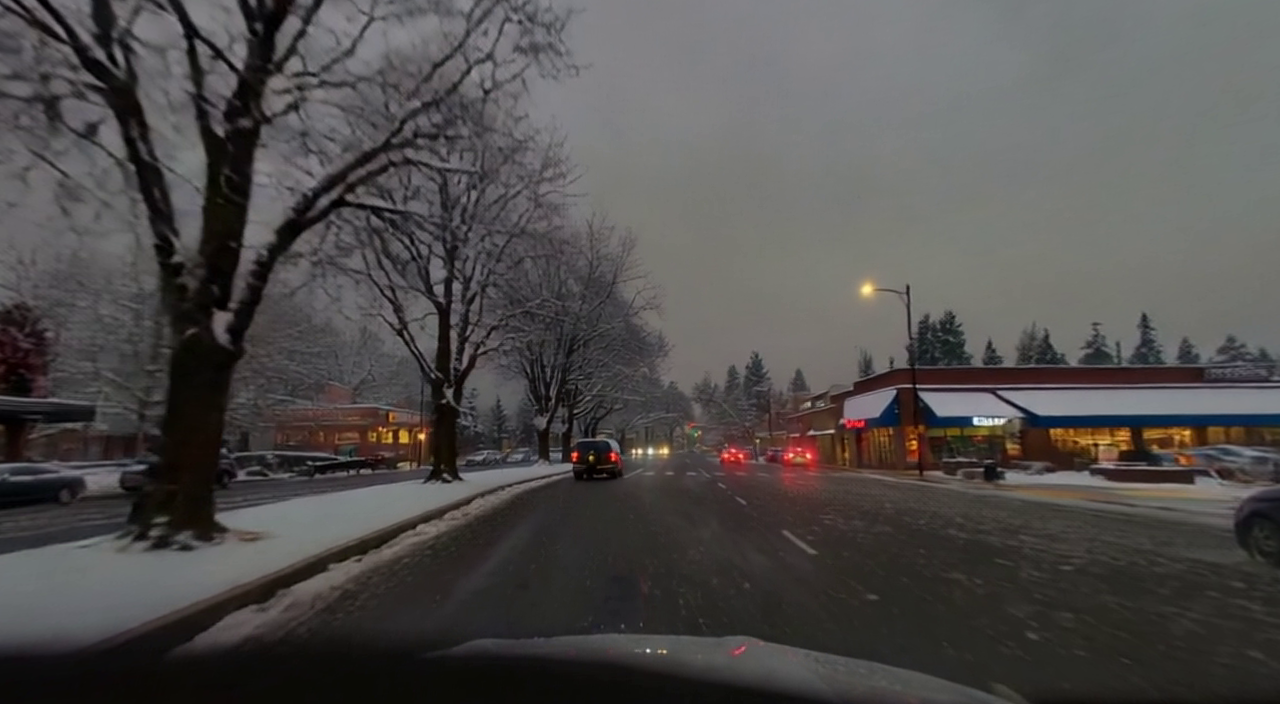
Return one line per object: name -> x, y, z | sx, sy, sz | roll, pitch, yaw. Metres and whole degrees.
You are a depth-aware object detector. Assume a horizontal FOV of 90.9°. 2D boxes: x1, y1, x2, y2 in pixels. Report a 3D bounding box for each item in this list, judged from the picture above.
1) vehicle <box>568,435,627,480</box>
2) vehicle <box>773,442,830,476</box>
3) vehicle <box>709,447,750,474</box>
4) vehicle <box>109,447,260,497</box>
vehicle -> -1.856, 4.823, 29.156 | 2.344, 1.863, 4.665 | 0, -8, 0
vehicle -> 8.810, 5.877, 34.856 | 2.040, 1.738, 4.414 | 0, -8, 1
vehicle -> 5.224, 6.385, 37.450 | 1.886, 1.464, 4.290 | 0, -8, 1
vehicle -> -18.320, 4.813, 25.795 | 1.914, 1.785, 5.408 | -1, -8, 3
